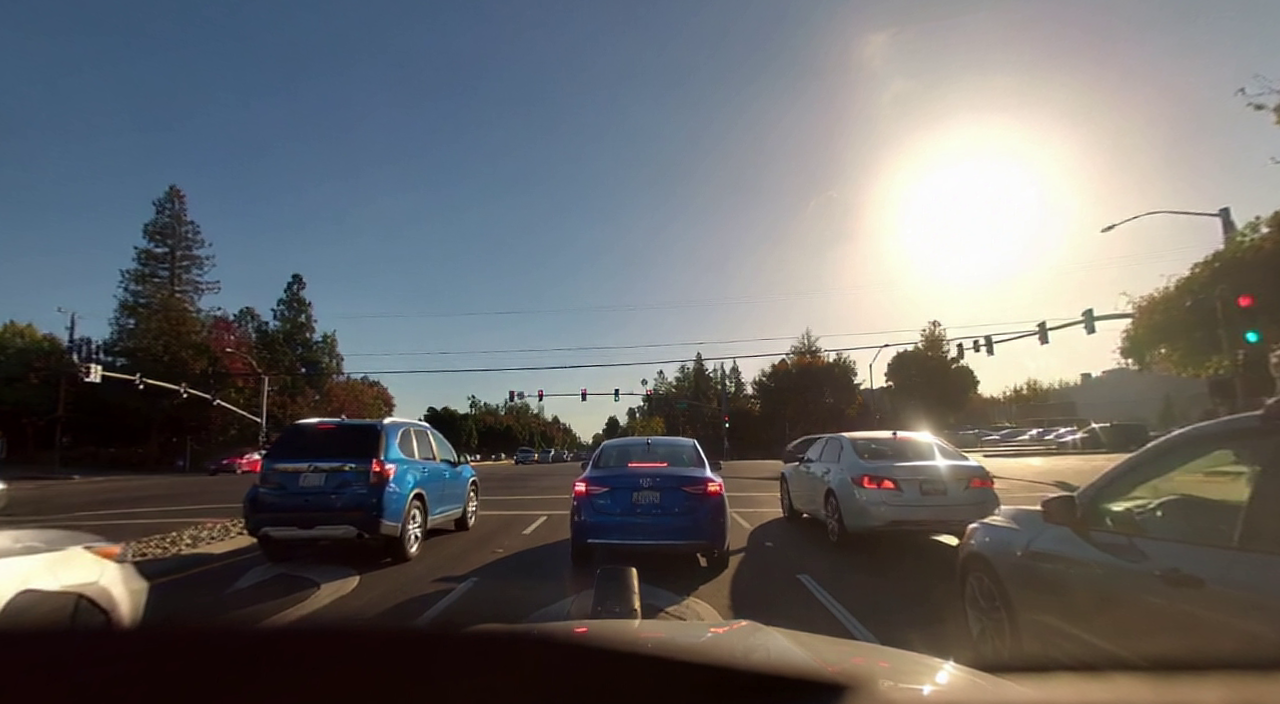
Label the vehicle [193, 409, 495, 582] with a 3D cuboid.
[{"bbox_3d":[-3.428,1.747,8.442,1.958,1.693,4.242,0,-9,0],"label":"vehicle"}]

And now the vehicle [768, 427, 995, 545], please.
[{"bbox_3d":[3.536,2.049,10.300,1.874,1.487,4.404,0,-9,-1],"label":"vehicle"}]

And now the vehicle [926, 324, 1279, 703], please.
[{"bbox_3d":[3.260,0.818,2.512,2.178,1.691,4.314,0,-9,0],"label":"vehicle"}]

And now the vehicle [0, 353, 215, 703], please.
[{"bbox_3d":[-3.345,0.662,1.141,2.034,1.655,4.465,0,-9,0],"label":"vehicle"}]

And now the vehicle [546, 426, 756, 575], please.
[{"bbox_3d":[0.052,1.816,8.487,2.114,1.482,4.056,0,-9,-2],"label":"vehicle"}]
